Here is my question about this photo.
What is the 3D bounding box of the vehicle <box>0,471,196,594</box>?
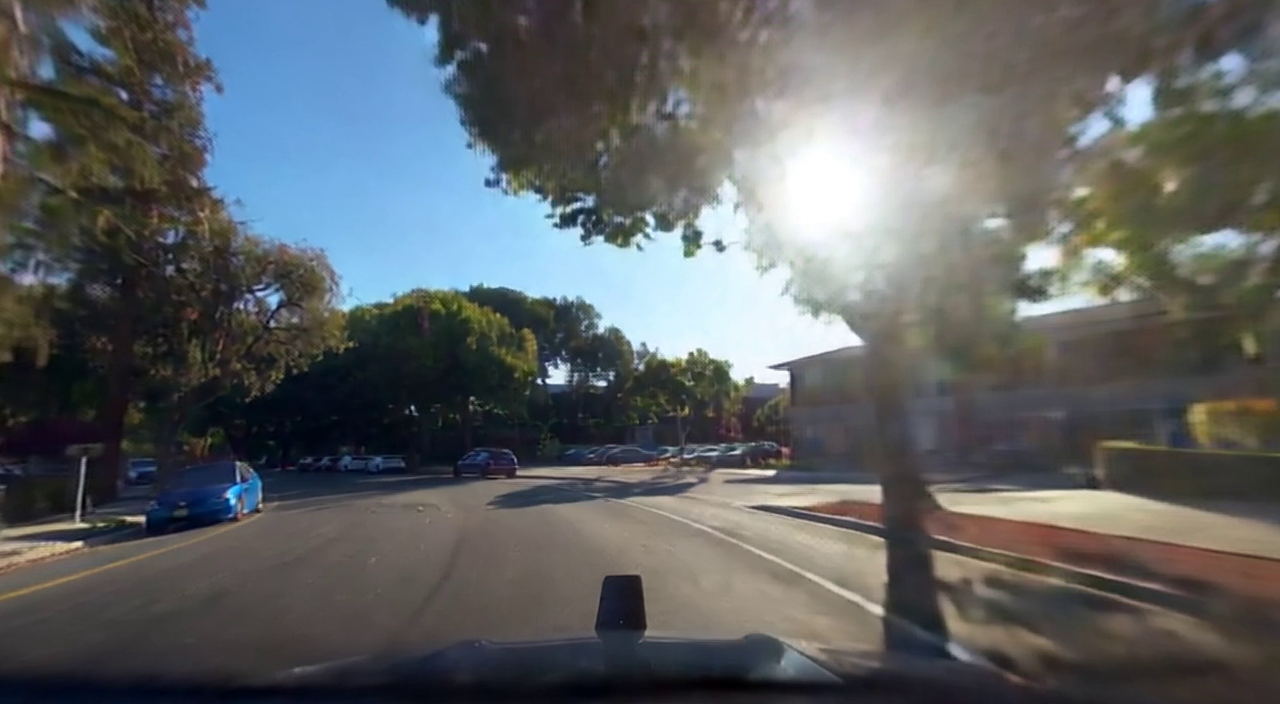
[{"bbox_3d":[-8.606,2.219,7.288,2.772,1.161,7.241,-1,-7,-9],"label":"vehicle"}]

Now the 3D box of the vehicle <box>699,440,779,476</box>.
[{"bbox_3d":[5.518,5.784,34.878,2.229,1.723,4.372,-7,-9,44],"label":"vehicle"}]

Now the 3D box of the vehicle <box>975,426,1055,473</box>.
[{"bbox_3d":[15.415,3.972,25.847,1.900,1.711,4.666,-7,-11,40],"label":"vehicle"}]

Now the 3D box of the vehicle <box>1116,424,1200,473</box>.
[{"bbox_3d":[18.406,3.400,22.396,3.526,1.412,1.647,4,-12,-43],"label":"vehicle"}]

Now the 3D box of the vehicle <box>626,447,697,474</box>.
[{"bbox_3d":[1.326,6.512,38.025,2.036,1.517,4.225,-8,-12,42],"label":"vehicle"}]

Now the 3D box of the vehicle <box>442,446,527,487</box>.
[{"bbox_3d":[-8.285,5.975,33.372,2.042,1.817,5.202,7,-10,-42],"label":"vehicle"}]

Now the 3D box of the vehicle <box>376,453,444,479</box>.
[{"bbox_3d":[-14.929,7.343,40.832,4.611,1.519,2.053,-7,-11,40],"label":"vehicle"}]

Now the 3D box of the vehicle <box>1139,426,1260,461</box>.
[{"bbox_3d":[29.284,4.839,33.177,4.506,1.623,1.928,-10,-14,42],"label":"vehicle"}]

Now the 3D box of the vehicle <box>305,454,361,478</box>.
[{"bbox_3d":[-23.491,8.674,48.308,4.686,1.731,2.055,-7,-11,41],"label":"vehicle"}]

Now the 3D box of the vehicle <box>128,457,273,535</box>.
[{"bbox_3d":[-11.286,3.641,16.678,2.206,1.537,4.946,0,-9,-24],"label":"vehicle"}]
